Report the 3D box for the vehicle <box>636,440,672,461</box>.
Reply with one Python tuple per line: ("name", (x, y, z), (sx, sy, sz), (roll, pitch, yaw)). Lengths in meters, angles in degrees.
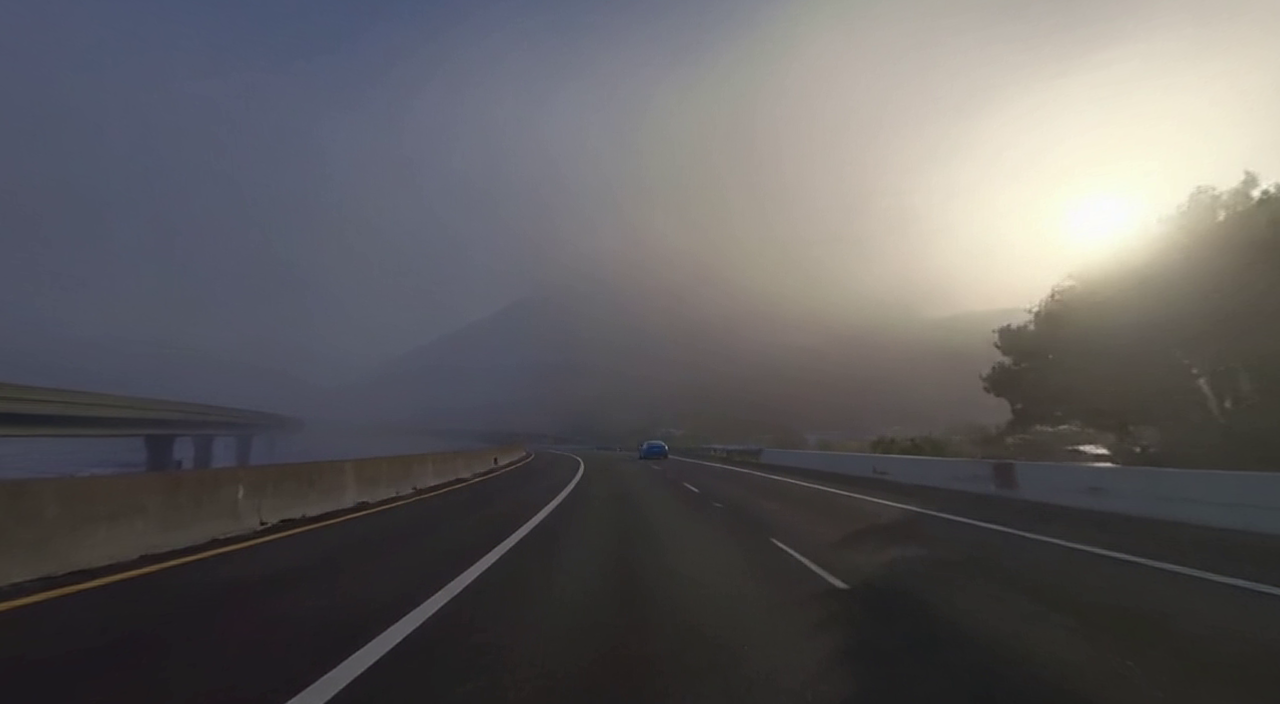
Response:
("vehicle", (0.998, 7.416, 47.425), (1.985, 1.440, 4.466), (1, -9, -9))
